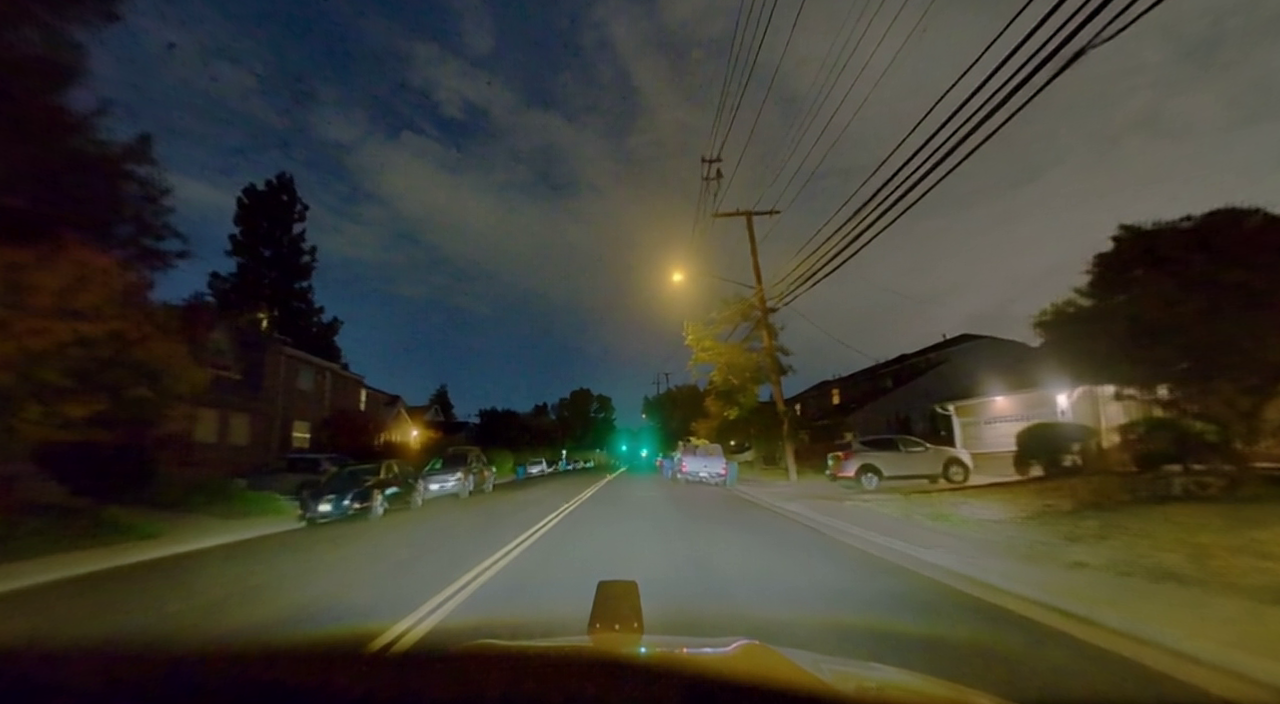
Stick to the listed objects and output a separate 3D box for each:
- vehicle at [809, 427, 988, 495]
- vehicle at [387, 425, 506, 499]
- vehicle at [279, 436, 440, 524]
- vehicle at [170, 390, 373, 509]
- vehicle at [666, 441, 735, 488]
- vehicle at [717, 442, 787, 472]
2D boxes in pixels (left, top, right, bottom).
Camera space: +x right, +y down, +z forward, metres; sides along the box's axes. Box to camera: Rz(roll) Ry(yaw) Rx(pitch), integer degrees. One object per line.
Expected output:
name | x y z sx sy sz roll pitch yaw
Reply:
vehicle | 7.846 3.410 19.512 4.489 1.812 2.056 -1 -14 -5
vehicle | -6.712 4.079 22.844 2.269 2.229 6.042 -2 -12 1
vehicle | -6.754 3.235 15.880 2.046 1.777 4.473 -2 -12 -1
vehicle | -11.769 3.266 21.351 2.781 3.221 7.995 1 -9 -7
vehicle | 2.645 5.090 28.976 2.203 1.952 5.111 1 -9 -5
vehicle | 7.824 7.414 44.473 4.421 1.836 1.956 -2 -13 -1
